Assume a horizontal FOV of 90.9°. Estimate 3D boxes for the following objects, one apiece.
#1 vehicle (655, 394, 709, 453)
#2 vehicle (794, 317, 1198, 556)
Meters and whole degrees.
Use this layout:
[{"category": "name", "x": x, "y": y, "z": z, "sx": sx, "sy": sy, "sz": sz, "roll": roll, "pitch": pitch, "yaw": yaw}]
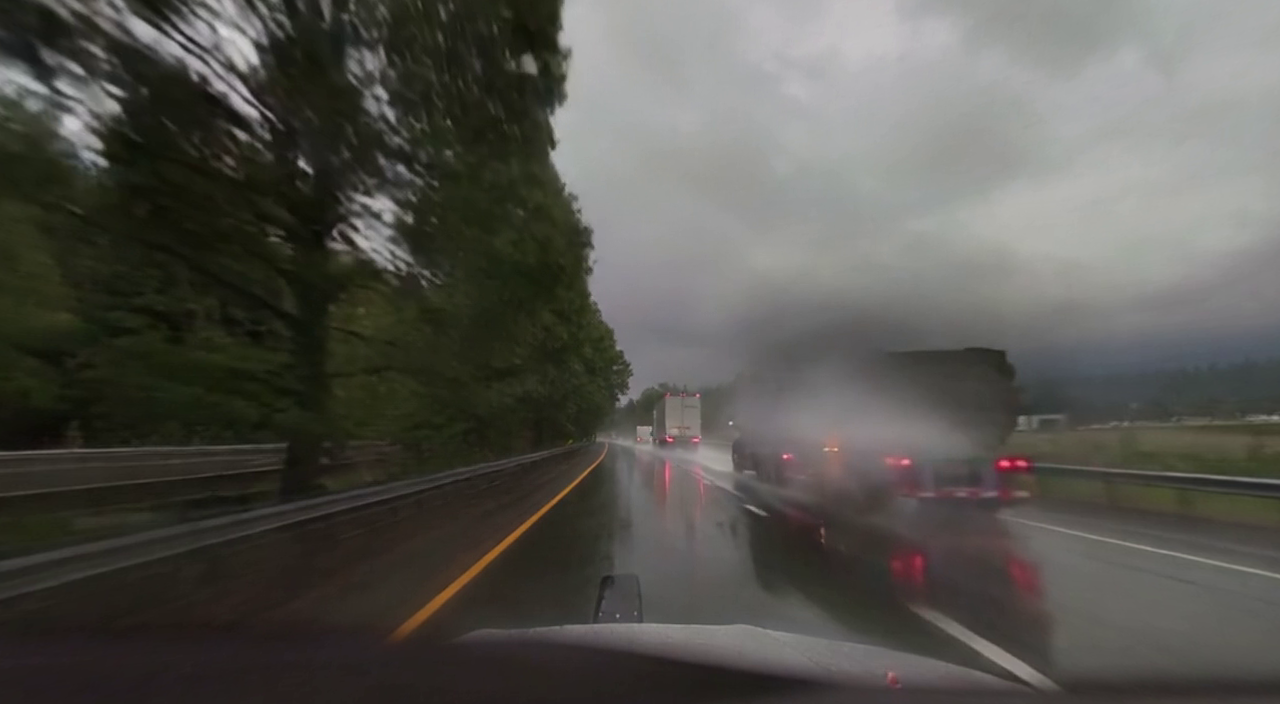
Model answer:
[{"category": "vehicle", "x": 3.048, "y": 5.768, "z": 49.826, "sx": 2.974, "sy": 4.003, "sz": 12.849, "roll": 1, "pitch": -8, "yaw": -2}, {"category": "vehicle", "x": 4.847, "y": 1.360, "z": 10.421, "sx": 2.741, "sy": 2.716, "sz": 6.323, "roll": 0, "pitch": -8, "yaw": -2}]
